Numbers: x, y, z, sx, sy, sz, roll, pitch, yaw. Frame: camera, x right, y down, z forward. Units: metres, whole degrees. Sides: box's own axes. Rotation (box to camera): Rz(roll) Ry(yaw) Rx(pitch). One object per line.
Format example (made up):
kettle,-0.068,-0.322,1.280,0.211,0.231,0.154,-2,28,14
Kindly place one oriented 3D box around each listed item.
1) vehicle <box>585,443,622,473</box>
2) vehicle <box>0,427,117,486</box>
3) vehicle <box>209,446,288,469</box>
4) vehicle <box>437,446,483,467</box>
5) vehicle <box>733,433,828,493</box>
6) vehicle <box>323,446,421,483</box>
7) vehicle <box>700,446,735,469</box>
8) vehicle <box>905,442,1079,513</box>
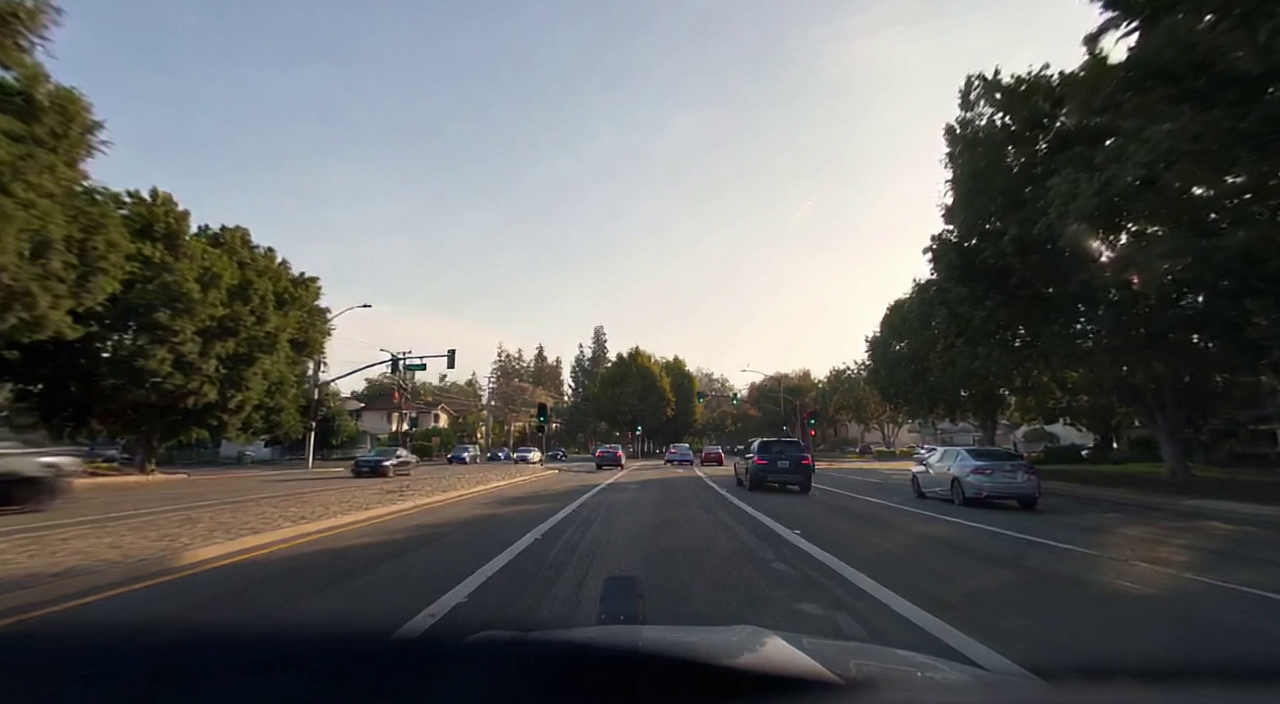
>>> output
vehicle,-2.333,6.998,41.939,2.258,1.812,4.650,0,-9,-1
vehicle,-19.627,3.295,20.062,1.994,1.685,4.602,0,-9,2
vehicle,-30.005,8.097,48.597,4.661,1.711,1.992,3,-8,-15
vehicle,-13.789,8.004,48.587,1.907,1.493,4.433,-1,-9,5
vehicle,4.653,3.764,21.760,2.209,1.813,4.724,0,-9,0
vehicle,-11.619,4.873,27.803,2.126,1.453,4.562,0,-9,3
vehicle,5.344,7.336,44.125,2.064,1.474,4.389,0,-9,2
vehicle,8.328,2.972,15.480,1.949,1.492,4.103,0,-9,1
